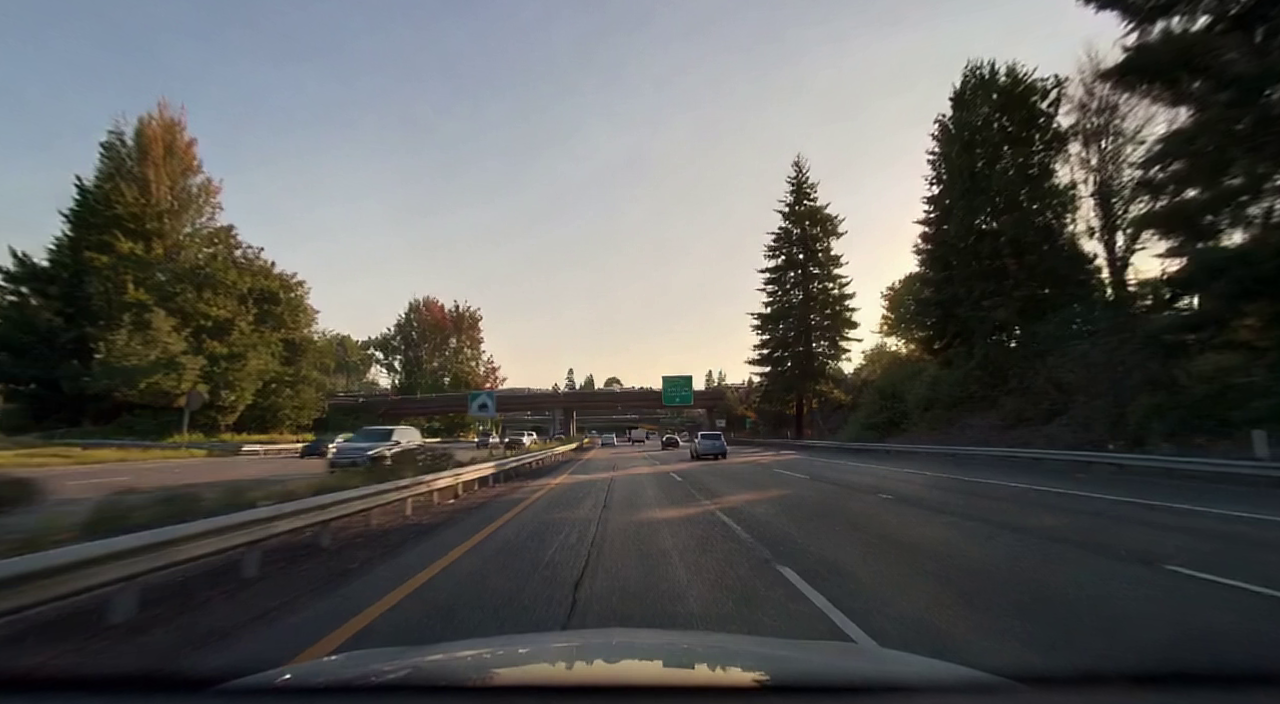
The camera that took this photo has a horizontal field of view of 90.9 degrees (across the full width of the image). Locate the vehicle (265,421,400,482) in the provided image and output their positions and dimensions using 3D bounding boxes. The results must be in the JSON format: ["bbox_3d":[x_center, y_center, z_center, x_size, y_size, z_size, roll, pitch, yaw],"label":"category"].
[{"bbox_3d":[-8.902,2.891,18.738,1.912,1.586,4.228,0,-8,-1],"label":"vehicle"}]

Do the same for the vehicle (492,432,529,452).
[{"bbox_3d":[-9.854,6.909,48.342,1.987,1.445,4.485,0,-8,-2],"label":"vehicle"}]

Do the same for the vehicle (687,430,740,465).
[{"bbox_3d":[3.497,4.592,30.672,1.938,1.578,3.764,0,-8,-3],"label":"vehicle"}]
